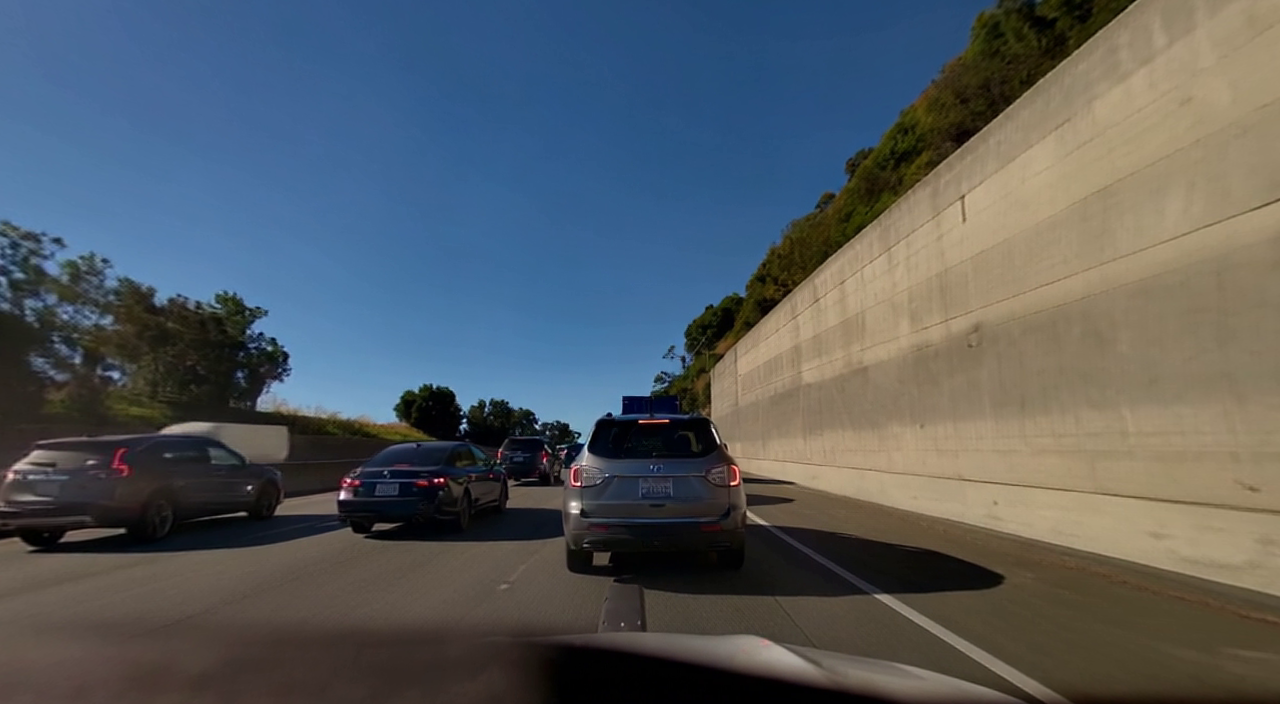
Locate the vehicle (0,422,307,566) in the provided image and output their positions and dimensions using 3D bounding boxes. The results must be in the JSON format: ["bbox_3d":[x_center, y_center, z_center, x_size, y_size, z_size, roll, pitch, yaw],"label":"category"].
[{"bbox_3d":[-7.479,2.051,9.865,1.986,1.700,4.558,0,-9,1],"label":"vehicle"}]

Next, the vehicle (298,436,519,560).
[{"bbox_3d":[-3.250,2.121,9.840,1.917,1.506,3.949,0,-9,1],"label":"vehicle"}]

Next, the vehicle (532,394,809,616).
[{"bbox_3d":[0.207,1.633,7.790,2.210,1.760,5.303,0,-9,-1],"label":"vehicle"}]
